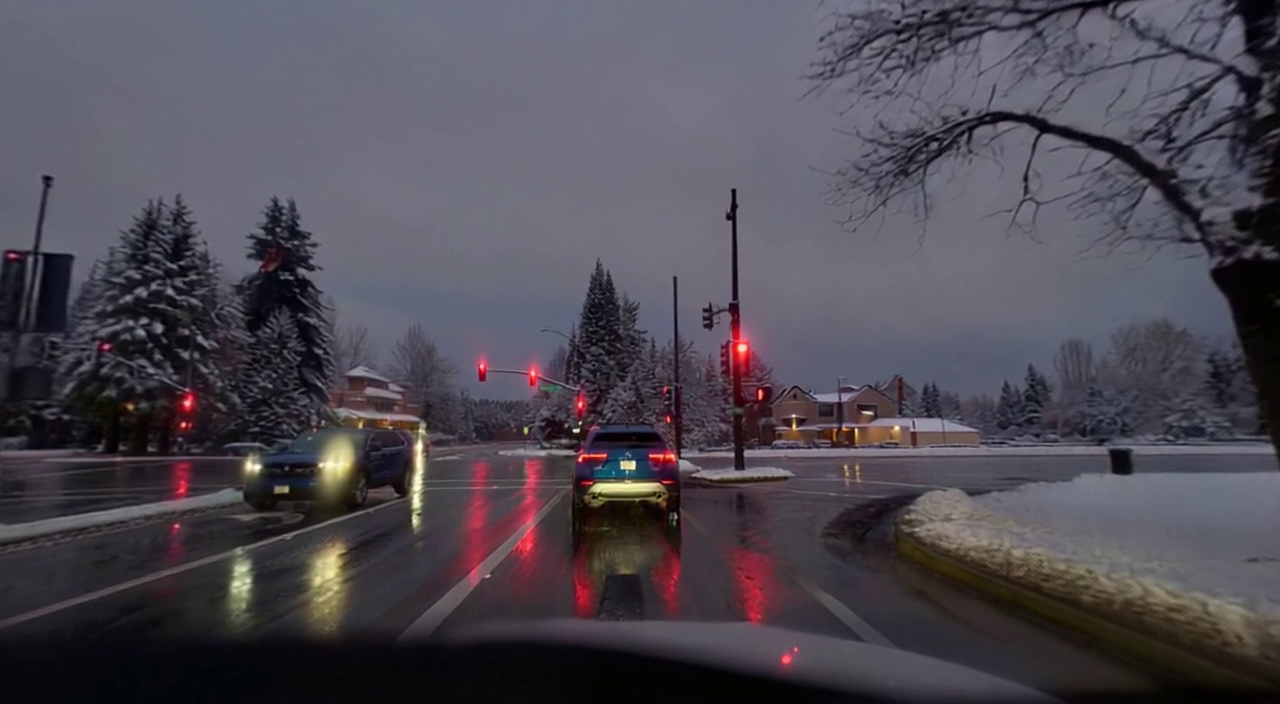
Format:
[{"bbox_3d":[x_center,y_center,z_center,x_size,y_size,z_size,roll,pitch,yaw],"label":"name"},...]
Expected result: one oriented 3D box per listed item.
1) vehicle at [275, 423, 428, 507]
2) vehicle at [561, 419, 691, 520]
[{"bbox_3d":[-6.664,2.650,15.135,2.020,1.695,4.187,1,-9,-6],"label":"vehicle"},{"bbox_3d":[-0.388,2.272,12.632,2.154,1.670,4.140,1,-9,-4],"label":"vehicle"}]
